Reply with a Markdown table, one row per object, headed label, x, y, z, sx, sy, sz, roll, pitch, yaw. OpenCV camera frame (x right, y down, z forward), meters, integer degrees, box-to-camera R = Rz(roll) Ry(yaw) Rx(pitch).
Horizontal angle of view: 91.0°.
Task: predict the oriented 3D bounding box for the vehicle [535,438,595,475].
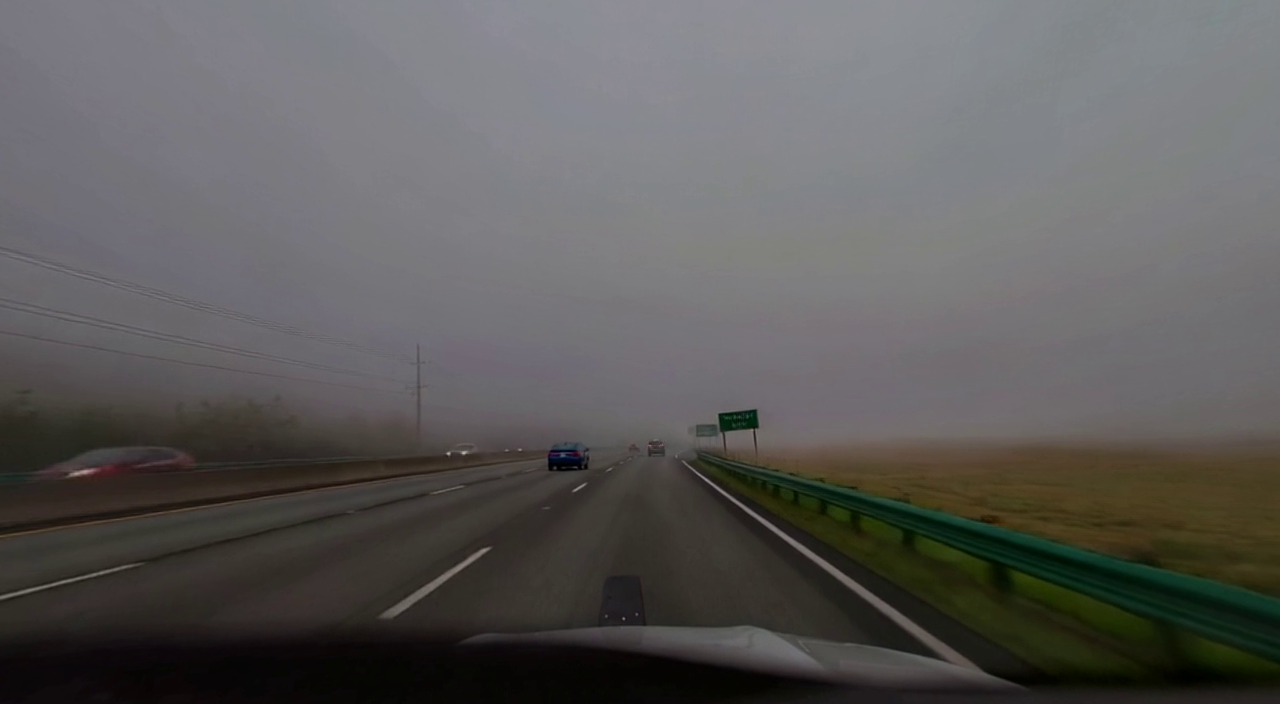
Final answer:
| label | x | y | z | sx | sy | sz | roll | pitch | yaw |
| --- | --- | --- | --- | --- | --- | --- | --- | --- | --- |
| vehicle | -3.215 | 4.593 | 27.919 | 2.021 | 1.515 | 4.453 | 0 | -8 | 2 |

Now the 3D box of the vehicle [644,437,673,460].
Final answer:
| label | x | y | z | sx | sy | sz | roll | pitch | yaw |
| --- | --- | --- | --- | --- | --- | --- | --- | --- | --- |
| vehicle | 1.448 | 7.590 | 49.813 | 2.176 | 1.725 | 4.182 | 0 | -8 | 2 |

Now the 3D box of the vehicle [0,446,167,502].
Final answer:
| label | x | y | z | sx | sy | sz | roll | pitch | yaw |
| --- | --- | --- | --- | --- | --- | --- | --- | --- | --- |
| vehicle | -16.115 | 3.437 | 18.237 | 1.804 | 1.419 | 3.775 | 0 | -8 | 1 |
